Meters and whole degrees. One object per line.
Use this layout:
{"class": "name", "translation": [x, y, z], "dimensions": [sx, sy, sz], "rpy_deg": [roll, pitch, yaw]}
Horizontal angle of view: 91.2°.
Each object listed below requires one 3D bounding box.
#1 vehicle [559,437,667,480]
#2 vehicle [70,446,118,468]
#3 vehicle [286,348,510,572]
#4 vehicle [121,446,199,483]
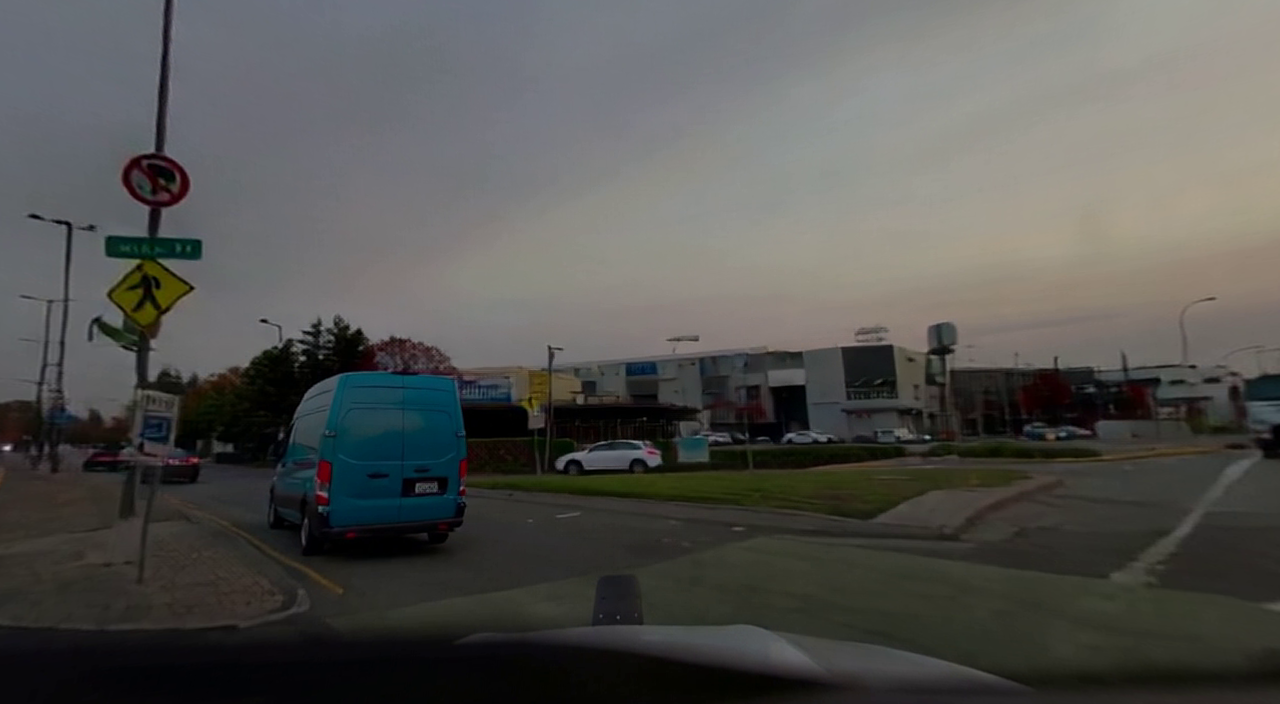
{"class": "vehicle", "translation": [-1.015, 4.225, 24.988], "dimensions": [4.109, 1.592, 2.008], "rpy_deg": [0, -9, 0]}
{"class": "vehicle", "translation": [-38.455, 7.387, 44.101], "dimensions": [4.243, 1.458, 1.839], "rpy_deg": [-8, -12, 41]}
{"class": "vehicle", "translation": [-4.320, 1.712, 10.444], "dimensions": [2.432, 2.624, 5.670], "rpy_deg": [5, -10, -30]}
{"class": "vehicle", "translation": [-21.680, 5.021, 28.233], "dimensions": [4.457, 1.533, 1.933], "rpy_deg": [-8, -12, 42]}
